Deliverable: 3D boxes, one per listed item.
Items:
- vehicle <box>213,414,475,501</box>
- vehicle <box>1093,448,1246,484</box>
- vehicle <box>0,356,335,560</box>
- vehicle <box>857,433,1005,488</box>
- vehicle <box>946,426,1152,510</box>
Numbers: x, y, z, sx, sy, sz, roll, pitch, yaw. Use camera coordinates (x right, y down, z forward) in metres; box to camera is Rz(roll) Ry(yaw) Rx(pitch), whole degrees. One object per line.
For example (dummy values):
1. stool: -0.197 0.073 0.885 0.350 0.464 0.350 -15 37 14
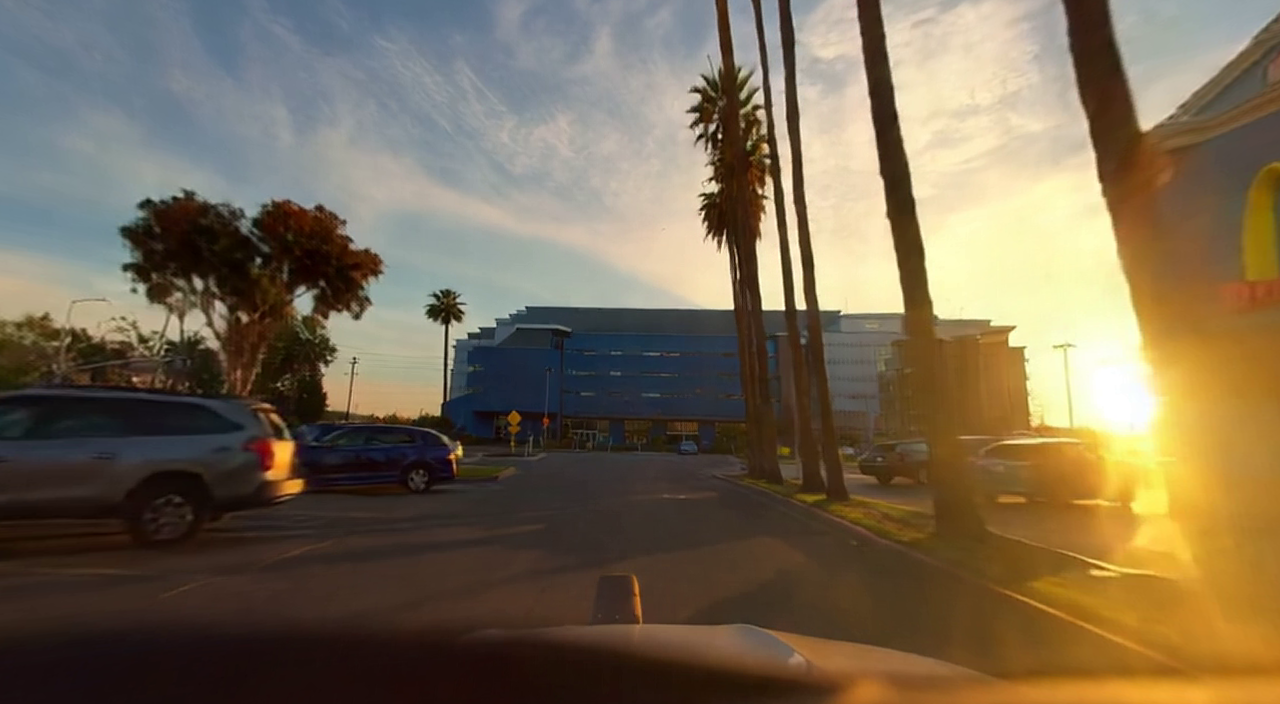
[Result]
1. vehicle: -6.018 2.113 13.116 4.542 1.483 2.174 5 -9 -31
2. vehicle: 25.082 5.371 30.164 1.785 1.539 5.214 6 -10 -34
3. vehicle: -6.191 1.106 6.909 4.787 1.867 2.092 5 -9 -34
4. vehicle: 9.764 3.557 21.133 4.651 1.610 2.157 5 -9 -30
5. vehicle: 10.001 2.769 15.411 4.758 1.759 2.068 5 -10 -28
